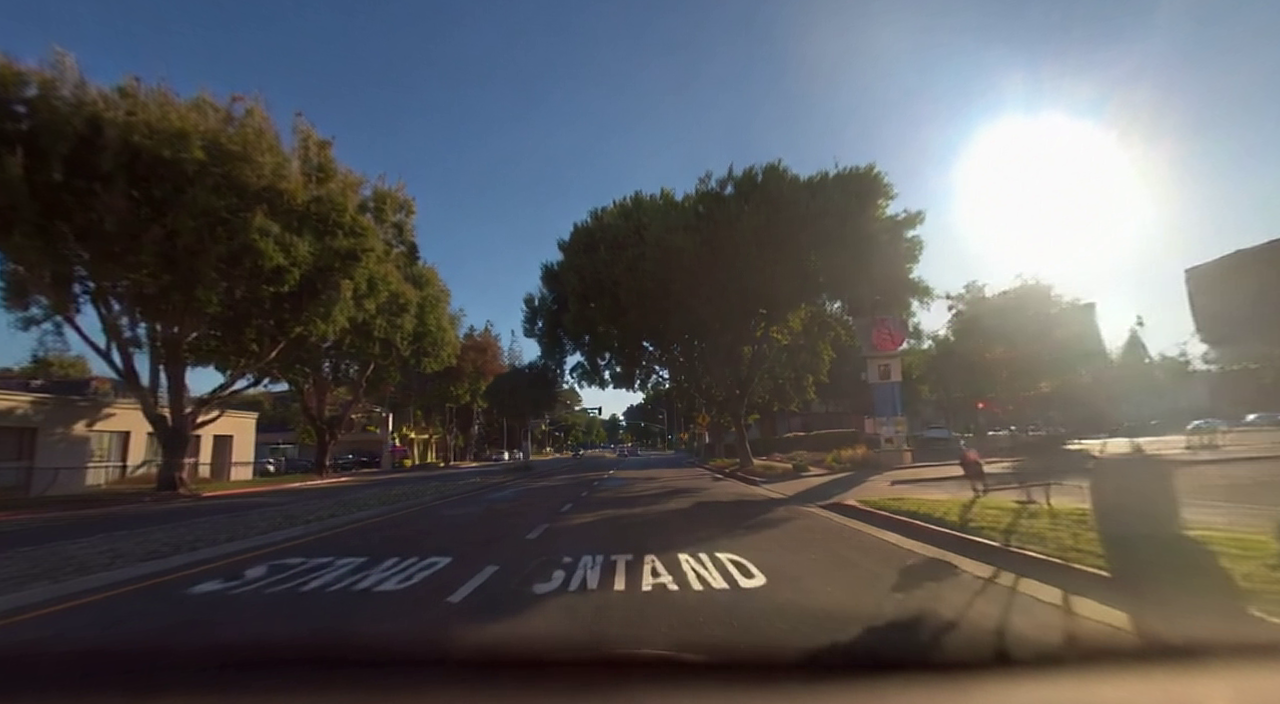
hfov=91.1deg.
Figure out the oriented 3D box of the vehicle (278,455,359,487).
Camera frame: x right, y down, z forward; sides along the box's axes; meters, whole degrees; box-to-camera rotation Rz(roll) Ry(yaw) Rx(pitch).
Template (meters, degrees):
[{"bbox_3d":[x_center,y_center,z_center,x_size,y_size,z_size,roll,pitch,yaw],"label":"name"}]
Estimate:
[{"bbox_3d":[-17.434,6.432,34.327,1.861,1.541,4.530,0,-9,3],"label":"vehicle"}]
